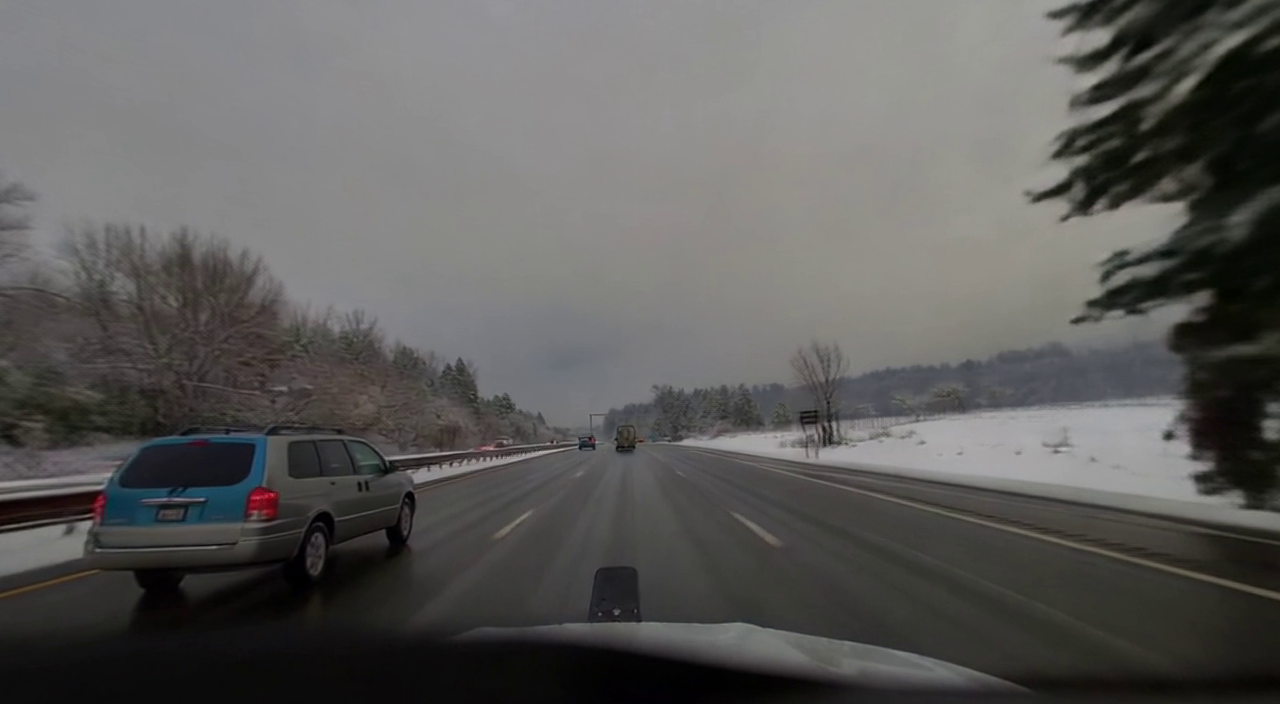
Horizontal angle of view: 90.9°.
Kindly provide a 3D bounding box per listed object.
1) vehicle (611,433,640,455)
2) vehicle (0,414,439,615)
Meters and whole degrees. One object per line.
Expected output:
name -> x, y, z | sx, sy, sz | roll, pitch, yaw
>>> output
vehicle -> -1.068, 7.119, 48.870 | 2.162, 1.616, 4.242 | 0, -8, 0
vehicle -> -3.803, 1.489, 6.809 | 1.931, 1.483, 4.105 | 0, -8, -1
